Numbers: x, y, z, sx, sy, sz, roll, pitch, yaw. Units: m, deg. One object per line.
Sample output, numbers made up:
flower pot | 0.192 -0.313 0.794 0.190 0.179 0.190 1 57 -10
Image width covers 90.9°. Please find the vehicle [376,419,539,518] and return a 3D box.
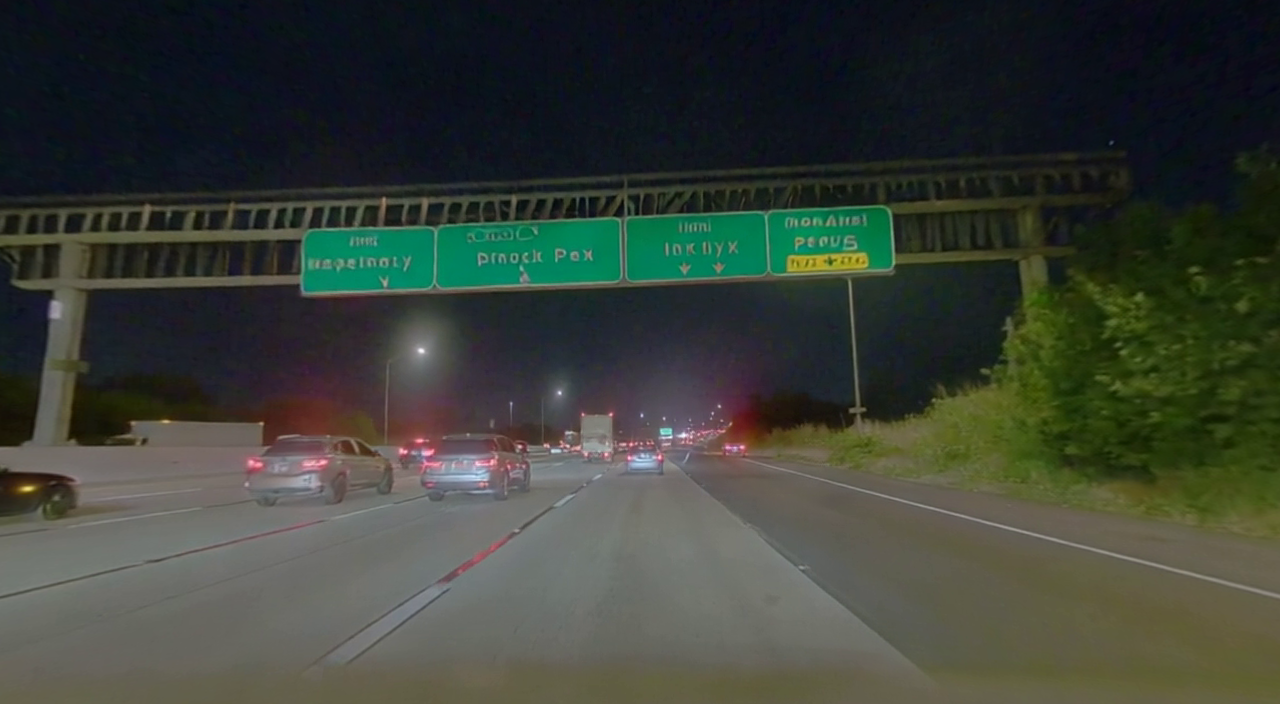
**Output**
vehicle | -3.741 2.477 13.923 2.125 1.792 4.466 0 -8 2

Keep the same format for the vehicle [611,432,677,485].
vehicle | 0.172 3.785 22.769 2.180 1.716 3.920 0 -8 1

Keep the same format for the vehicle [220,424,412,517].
vehicle | -6.967 2.572 14.207 1.998 1.770 4.222 0 -8 1

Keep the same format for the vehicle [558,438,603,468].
vehicle | -3.490 6.020 37.822 2.243 1.683 4.178 0 -8 1

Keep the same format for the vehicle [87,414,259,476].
vehicle | -27.949 5.687 38.652 2.909 3.253 9.778 0 -8 1
